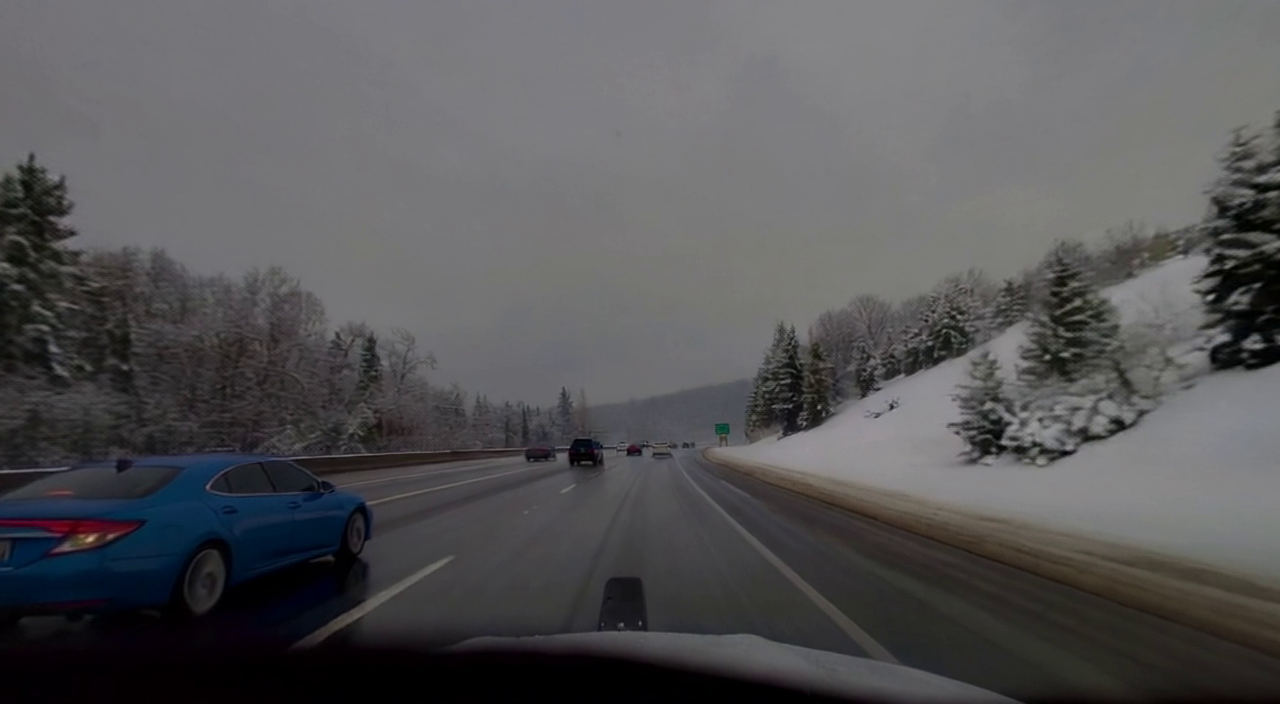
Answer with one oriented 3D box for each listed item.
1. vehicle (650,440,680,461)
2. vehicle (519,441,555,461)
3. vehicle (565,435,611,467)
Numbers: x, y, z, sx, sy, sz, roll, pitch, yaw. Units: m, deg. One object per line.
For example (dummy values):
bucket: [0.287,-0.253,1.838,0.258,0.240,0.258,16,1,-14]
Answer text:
vehicle: [1.881,7.325,46.791,2.113,1.464,4.073,0,-9,4]
vehicle: [-7.792,7.538,47.968,1.883,1.411,4.053,0,-9,3]
vehicle: [-2.950,5.731,36.695,2.071,1.716,4.363,0,-9,3]
